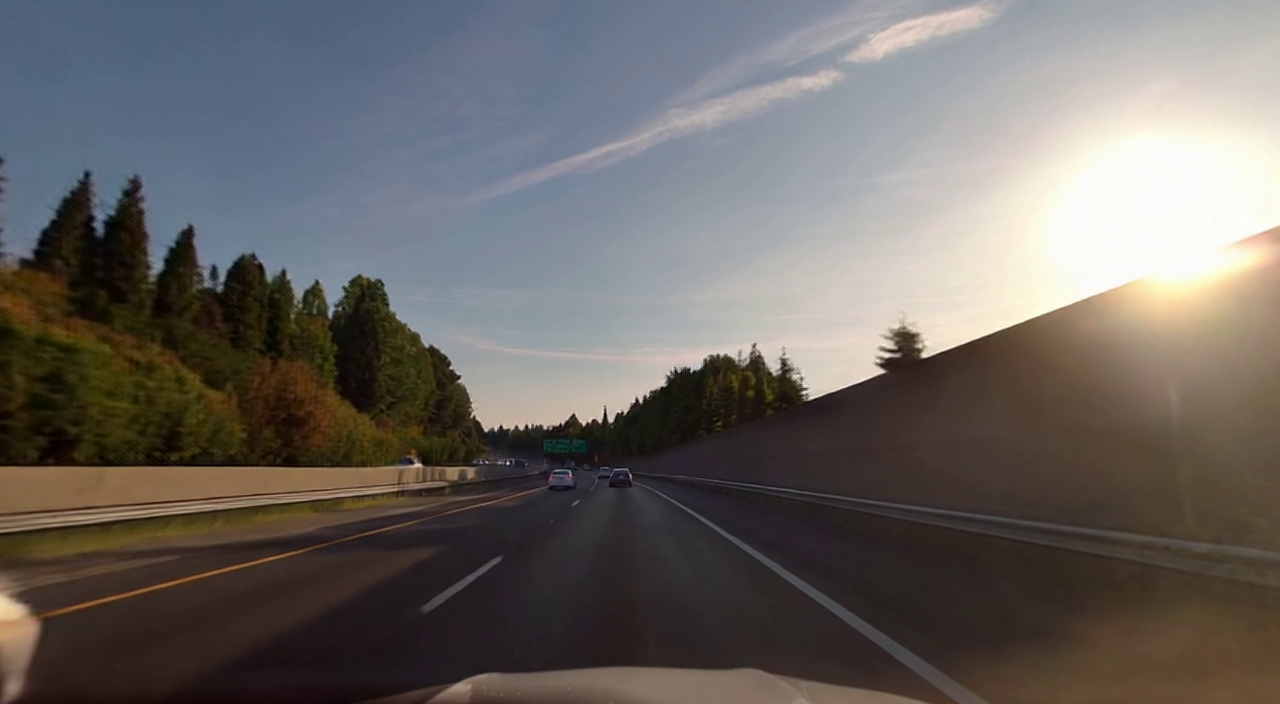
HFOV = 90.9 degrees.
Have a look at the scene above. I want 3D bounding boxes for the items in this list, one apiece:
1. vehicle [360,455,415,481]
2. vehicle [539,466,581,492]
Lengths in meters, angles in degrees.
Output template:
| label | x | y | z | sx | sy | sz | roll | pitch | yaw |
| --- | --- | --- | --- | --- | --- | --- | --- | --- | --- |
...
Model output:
| label | x | y | z | sx | sy | sz | roll | pitch | yaw |
| --- | --- | --- | --- | --- | --- | --- | --- | --- | --- |
| vehicle | -17.455 | 8.093 | 43.841 | 1.962 | 1.692 | 4.541 | 1 | -11 | -1 |
| vehicle | -5.136 | 8.215 | 40.934 | 2.310 | 1.521 | 4.731 | 1 | -11 | -3 |
